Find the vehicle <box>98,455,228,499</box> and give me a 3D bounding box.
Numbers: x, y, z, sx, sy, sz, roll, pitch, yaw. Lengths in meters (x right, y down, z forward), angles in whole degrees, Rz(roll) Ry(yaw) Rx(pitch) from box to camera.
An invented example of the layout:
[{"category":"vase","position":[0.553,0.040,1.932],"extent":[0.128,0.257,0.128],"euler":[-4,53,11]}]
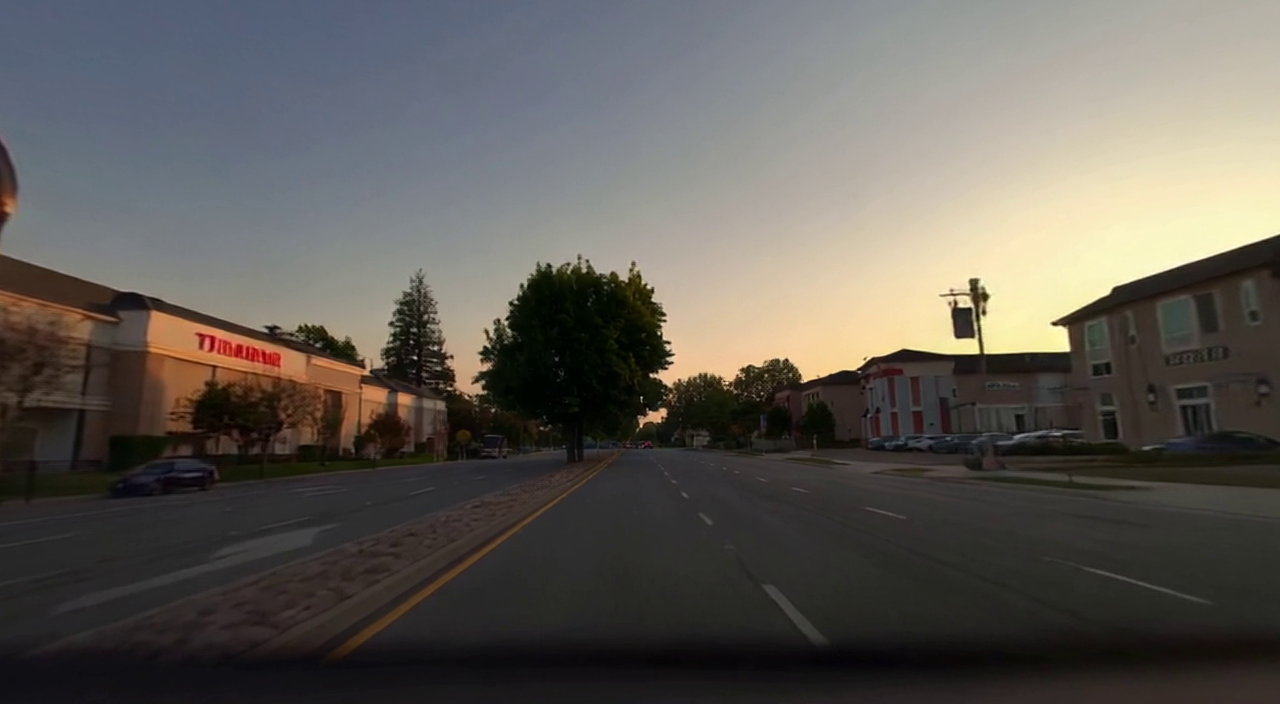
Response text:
[{"category":"vehicle","position":[-19.260,5.040,25.811],"extent":[2.018,1.476,4.310],"euler":[-2,-8,-1]}]
